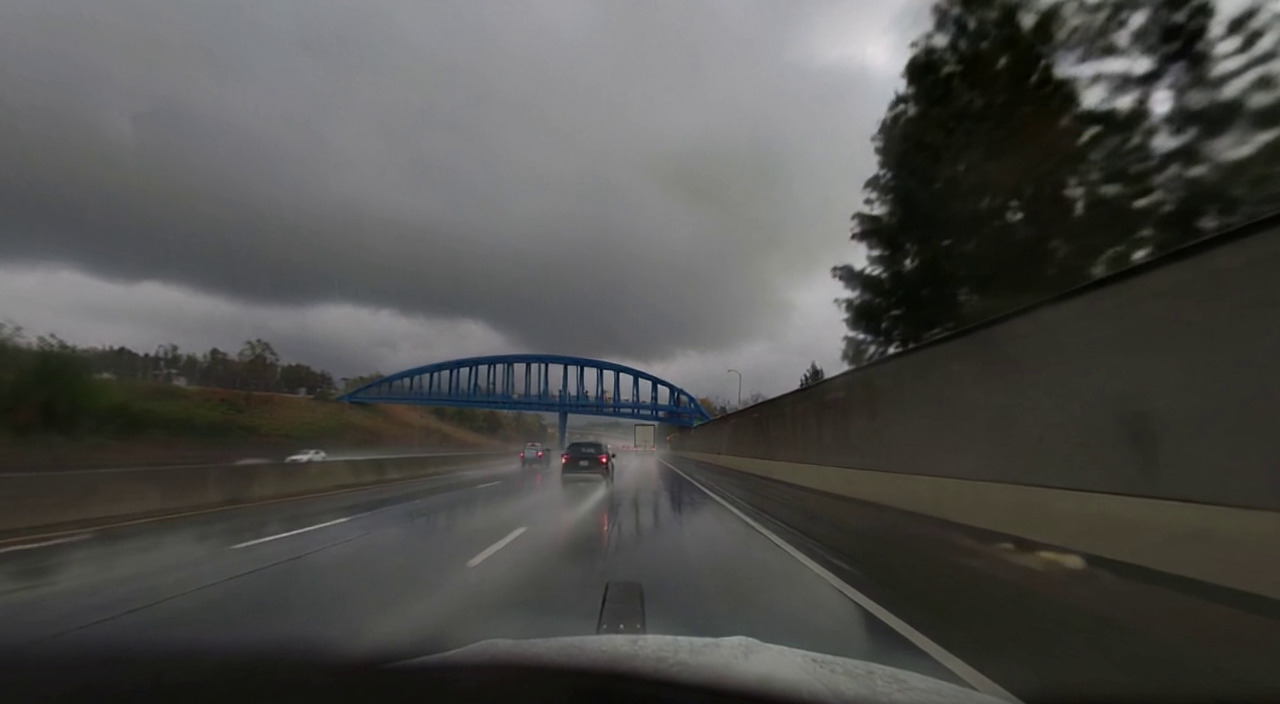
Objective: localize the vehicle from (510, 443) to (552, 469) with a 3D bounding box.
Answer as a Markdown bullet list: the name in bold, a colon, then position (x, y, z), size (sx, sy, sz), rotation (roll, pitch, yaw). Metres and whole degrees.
- **vehicle**: position (-7.296, 7.036, 42.772), size (2.024, 1.605, 4.499), rotation (0, -9, 0)

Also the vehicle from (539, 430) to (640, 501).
- **vehicle**: position (-1.264, 3.166, 17.925), size (2.299, 1.716, 4.579), rotation (-1, -9, 2)
